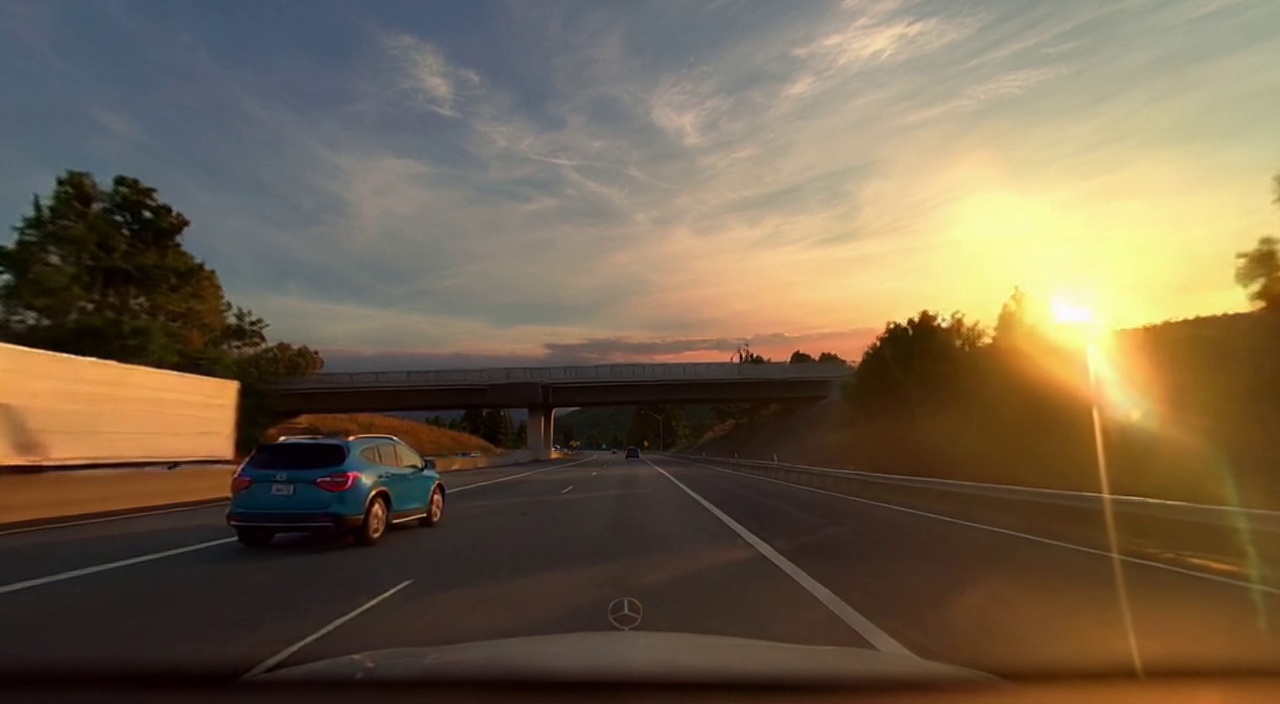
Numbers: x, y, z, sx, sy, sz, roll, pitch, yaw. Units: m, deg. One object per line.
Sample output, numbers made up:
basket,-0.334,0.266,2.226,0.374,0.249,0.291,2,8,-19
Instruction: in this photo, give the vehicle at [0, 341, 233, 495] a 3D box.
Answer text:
vehicle,-18.201,2.080,18.701,2.886,3.971,14.161,0,-9,0

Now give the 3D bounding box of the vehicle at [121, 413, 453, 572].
vehicle,-4.625,1.920,9.417,2.221,1.750,4.706,0,-9,0
